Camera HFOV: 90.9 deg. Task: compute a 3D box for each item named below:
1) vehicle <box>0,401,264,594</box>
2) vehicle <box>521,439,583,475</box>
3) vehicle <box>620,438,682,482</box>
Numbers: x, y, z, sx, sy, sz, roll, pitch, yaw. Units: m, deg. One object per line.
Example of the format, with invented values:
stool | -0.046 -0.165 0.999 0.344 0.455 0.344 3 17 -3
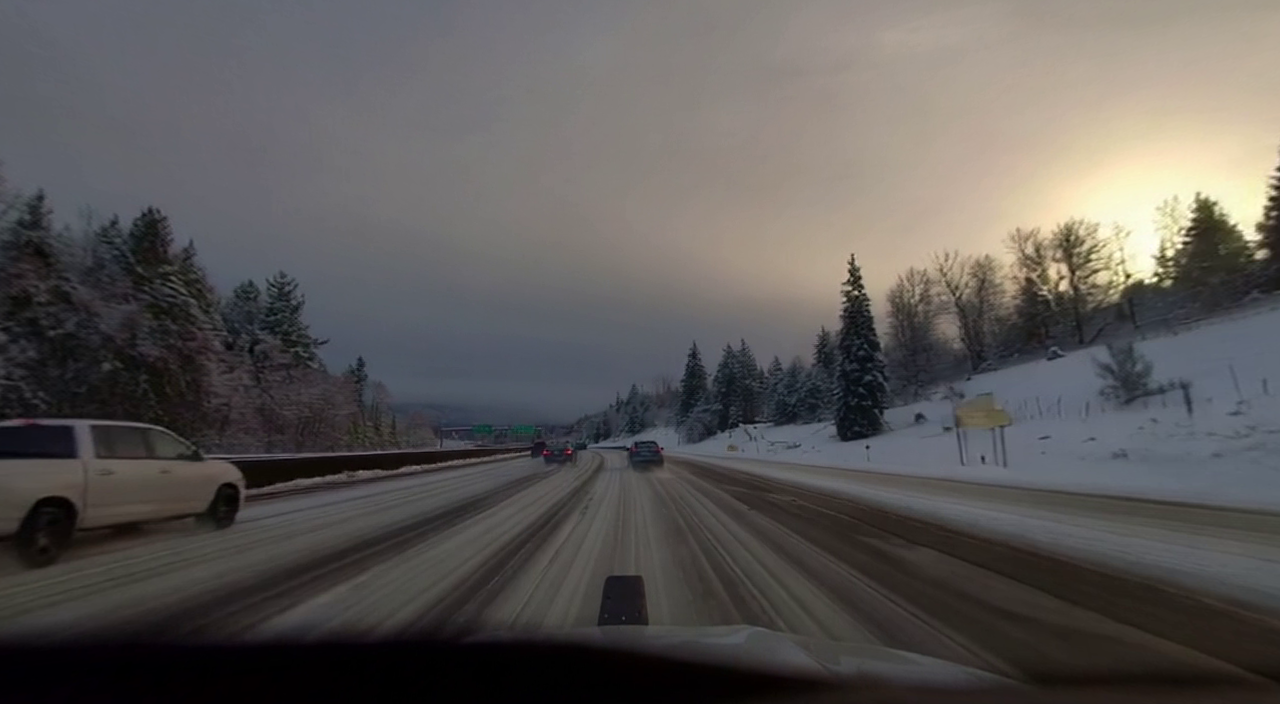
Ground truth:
vehicle | -6.776 1.512 7.060 2.221 1.693 4.631 0 -9 0
vehicle | -3.883 4.756 28.783 2.246 1.519 4.980 0 -9 -2
vehicle | 0.320 3.870 22.813 2.051 1.444 3.927 0 -9 -1
